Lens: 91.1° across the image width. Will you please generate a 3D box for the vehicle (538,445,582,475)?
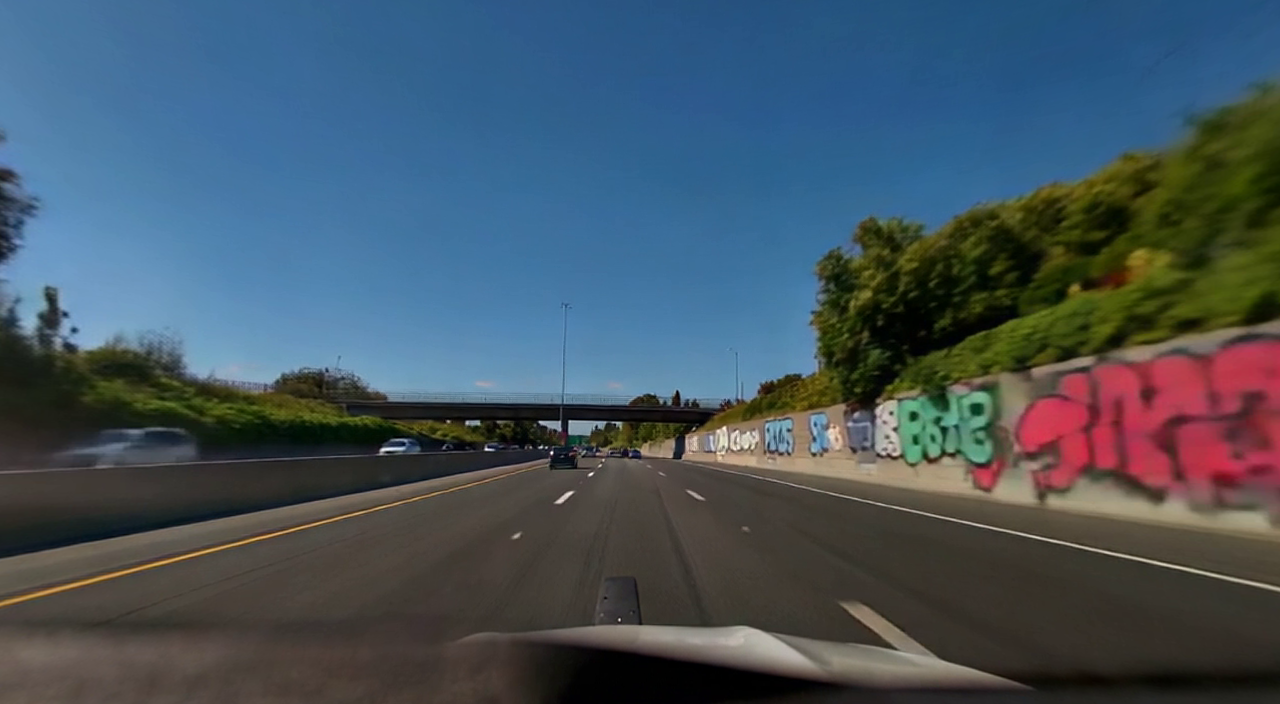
[{"bbox_3d":[-4.099,5.605,32.778,1.871,1.459,3.771,0,-9,-1],"label":"vehicle"}]
